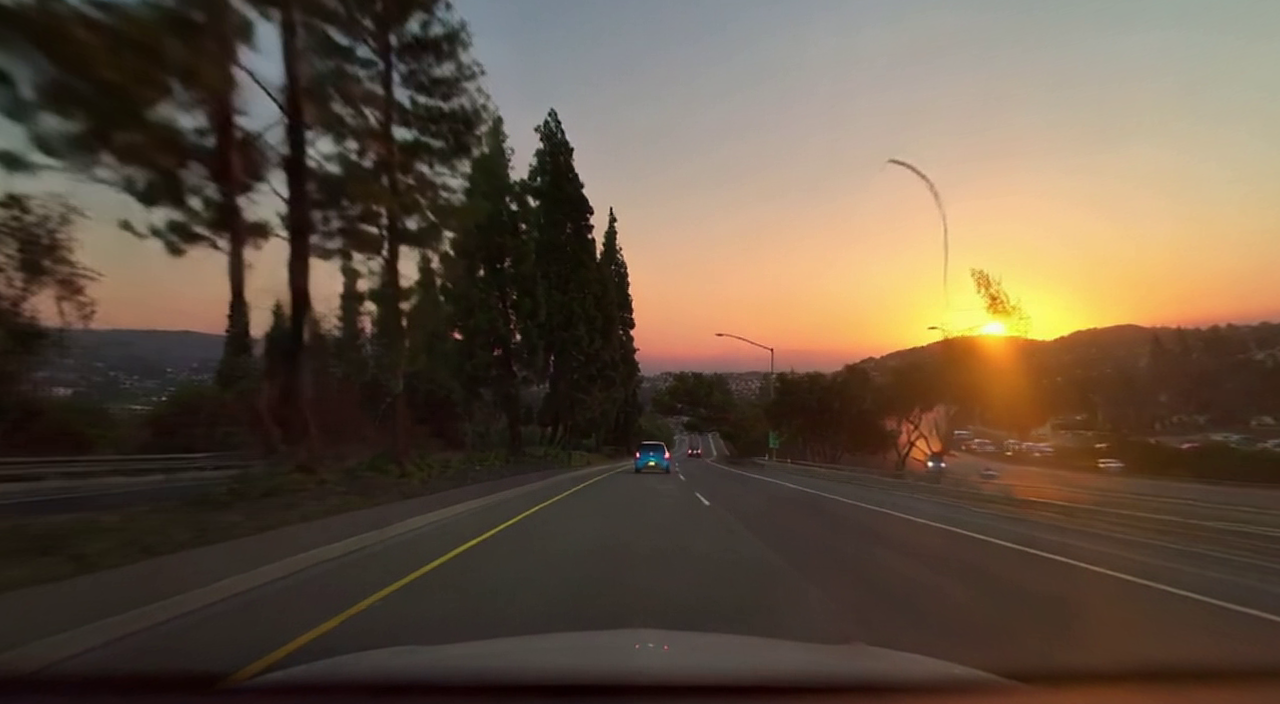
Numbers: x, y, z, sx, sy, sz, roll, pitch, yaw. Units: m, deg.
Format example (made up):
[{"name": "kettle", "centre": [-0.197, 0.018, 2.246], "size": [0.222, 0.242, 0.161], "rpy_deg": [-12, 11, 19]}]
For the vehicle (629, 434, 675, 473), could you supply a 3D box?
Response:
[{"name": "vehicle", "centre": [0.774, 6.021, 37.264], "size": [2.546, 2.126, 5.153], "rpy_deg": [-1, -9, 2]}]
